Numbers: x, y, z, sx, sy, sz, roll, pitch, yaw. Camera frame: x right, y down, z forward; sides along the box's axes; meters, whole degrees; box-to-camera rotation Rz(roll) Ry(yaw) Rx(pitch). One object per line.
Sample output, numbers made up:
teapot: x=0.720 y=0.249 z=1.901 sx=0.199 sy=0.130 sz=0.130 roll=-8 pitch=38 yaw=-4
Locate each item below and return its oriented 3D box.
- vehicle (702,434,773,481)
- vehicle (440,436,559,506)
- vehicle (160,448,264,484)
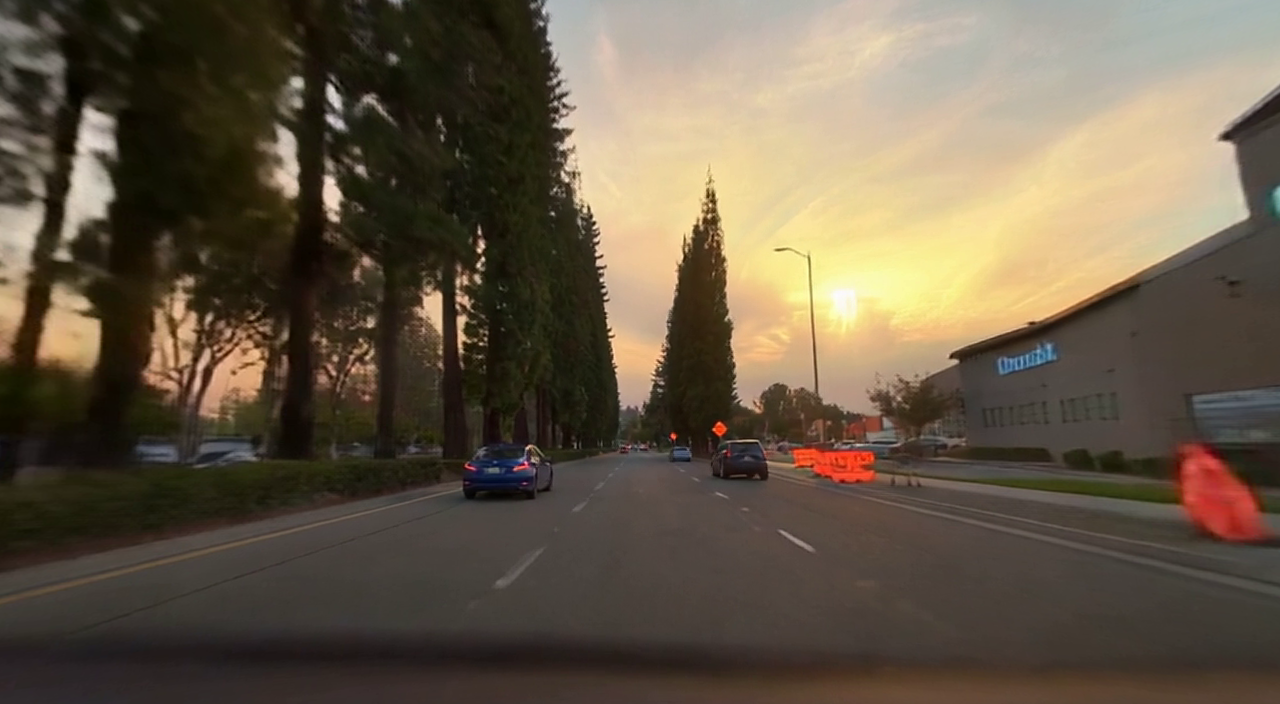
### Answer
vehicle: x=4.023 y=4.469 z=27.036 sx=2.159 sy=1.793 sz=4.735 roll=0 pitch=-9 yaw=-1
vehicle: x=-3.285 y=2.876 z=15.688 sx=2.020 sy=1.474 sz=4.098 roll=0 pitch=-9 yaw=0
vehicle: x=-21.521 y=5.725 z=32.054 sx=1.958 sy=1.641 sz=4.663 roll=0 pitch=-9 yaw=1
